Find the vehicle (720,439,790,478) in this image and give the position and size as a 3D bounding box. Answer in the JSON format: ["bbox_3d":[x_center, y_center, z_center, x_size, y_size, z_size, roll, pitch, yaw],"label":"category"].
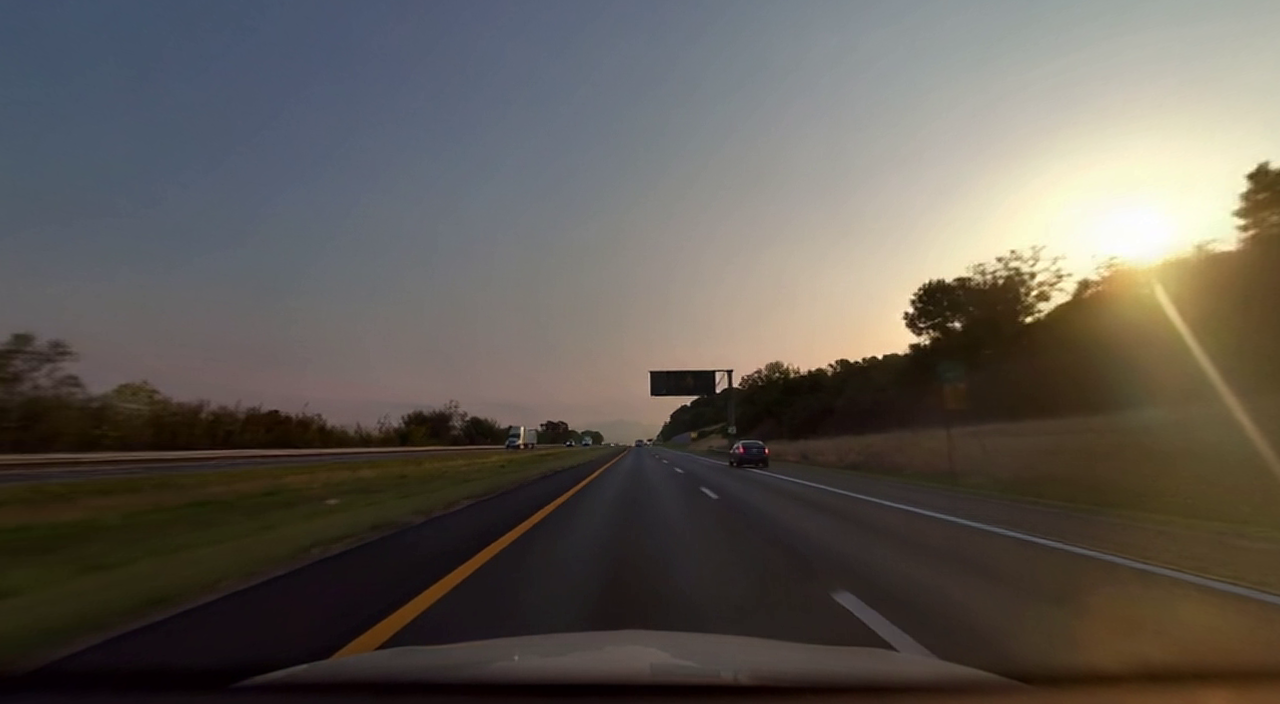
[{"bbox_3d":[4.661,4.385,26.209,2.012,1.476,4.256,0,-8,-1],"label":"vehicle"}]
